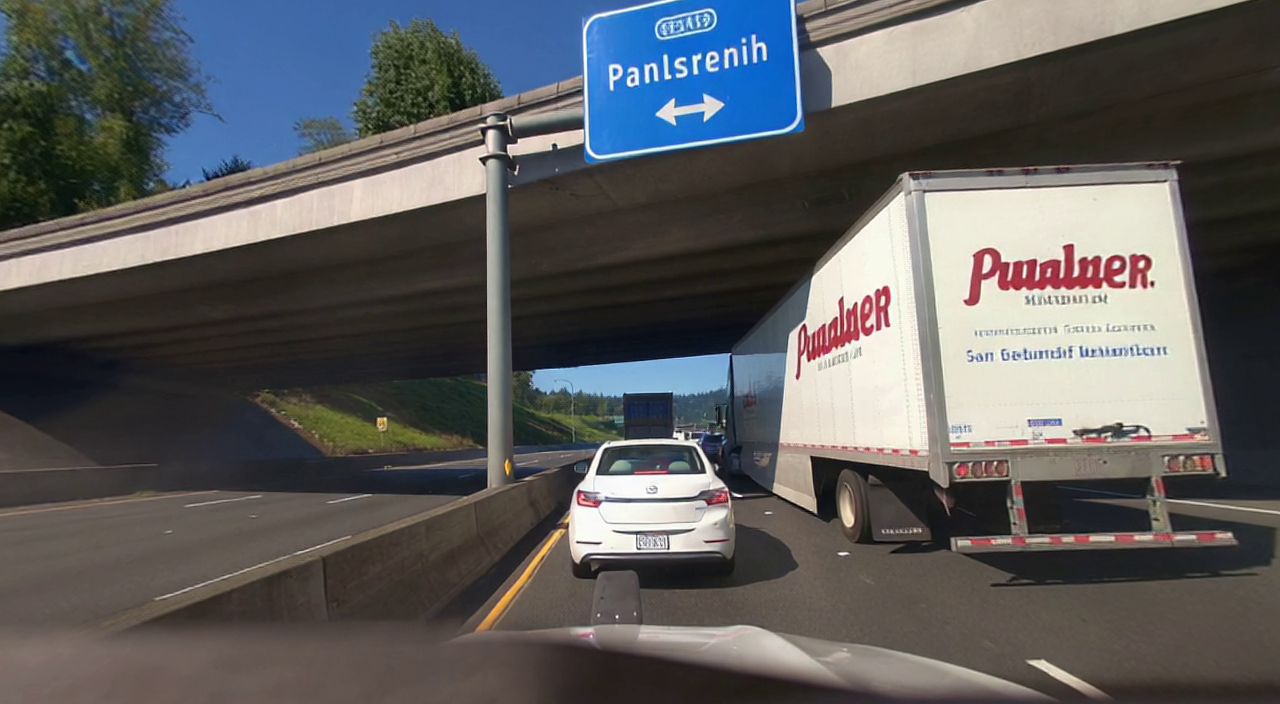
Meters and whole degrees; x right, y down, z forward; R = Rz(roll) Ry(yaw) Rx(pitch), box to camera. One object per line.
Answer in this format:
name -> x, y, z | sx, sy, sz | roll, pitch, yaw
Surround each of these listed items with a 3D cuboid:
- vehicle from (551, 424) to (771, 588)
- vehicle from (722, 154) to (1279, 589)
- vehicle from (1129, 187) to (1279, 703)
vehicle -> 0.184, 1.697, 7.747 | 2.045, 1.490, 3.597 | -1, -8, 0
vehicle -> 4.216, 1.075, 12.980 | 2.827, 4.081, 14.305 | 0, -8, -1
vehicle -> 4.729, 0.124, 0.661 | 2.892, 2.615, 6.650 | 0, -8, -2
